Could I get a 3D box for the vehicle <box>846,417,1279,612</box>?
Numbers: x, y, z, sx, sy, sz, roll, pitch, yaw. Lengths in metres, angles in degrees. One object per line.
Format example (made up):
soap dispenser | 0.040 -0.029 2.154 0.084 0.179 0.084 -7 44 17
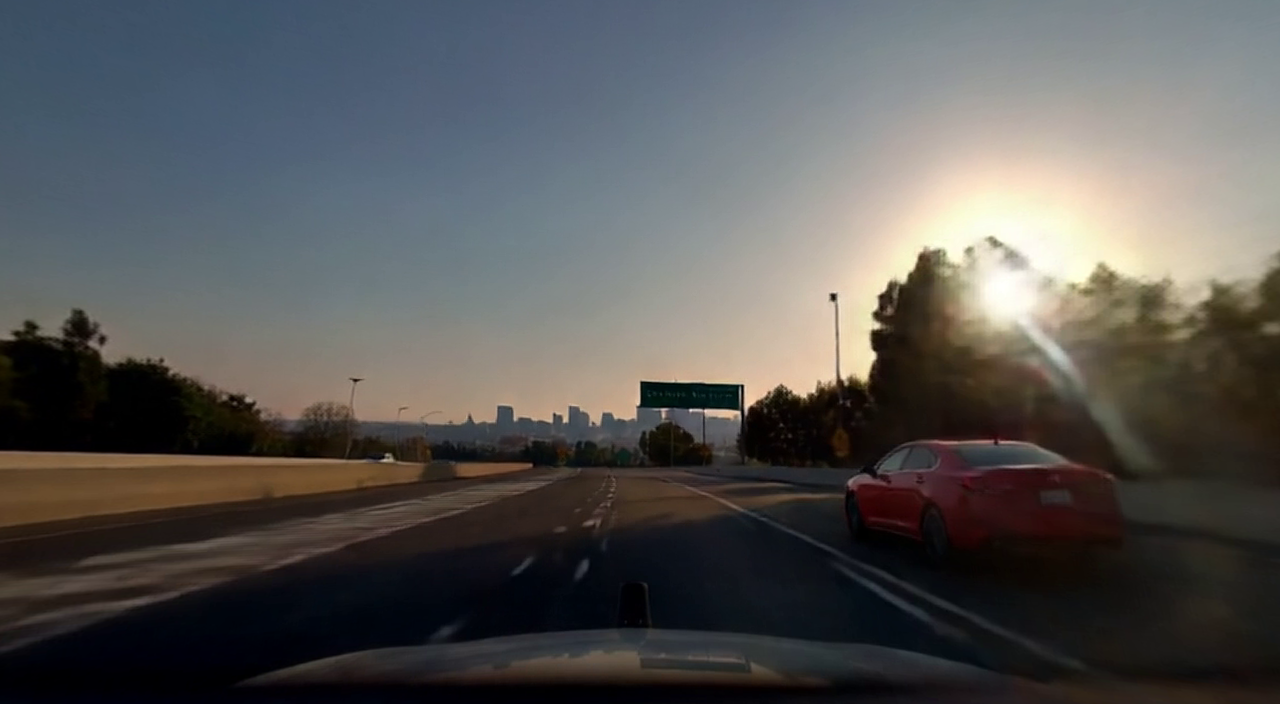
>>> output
vehicle | 4.314 1.692 7.552 2.104 1.575 4.698 0 -9 0
